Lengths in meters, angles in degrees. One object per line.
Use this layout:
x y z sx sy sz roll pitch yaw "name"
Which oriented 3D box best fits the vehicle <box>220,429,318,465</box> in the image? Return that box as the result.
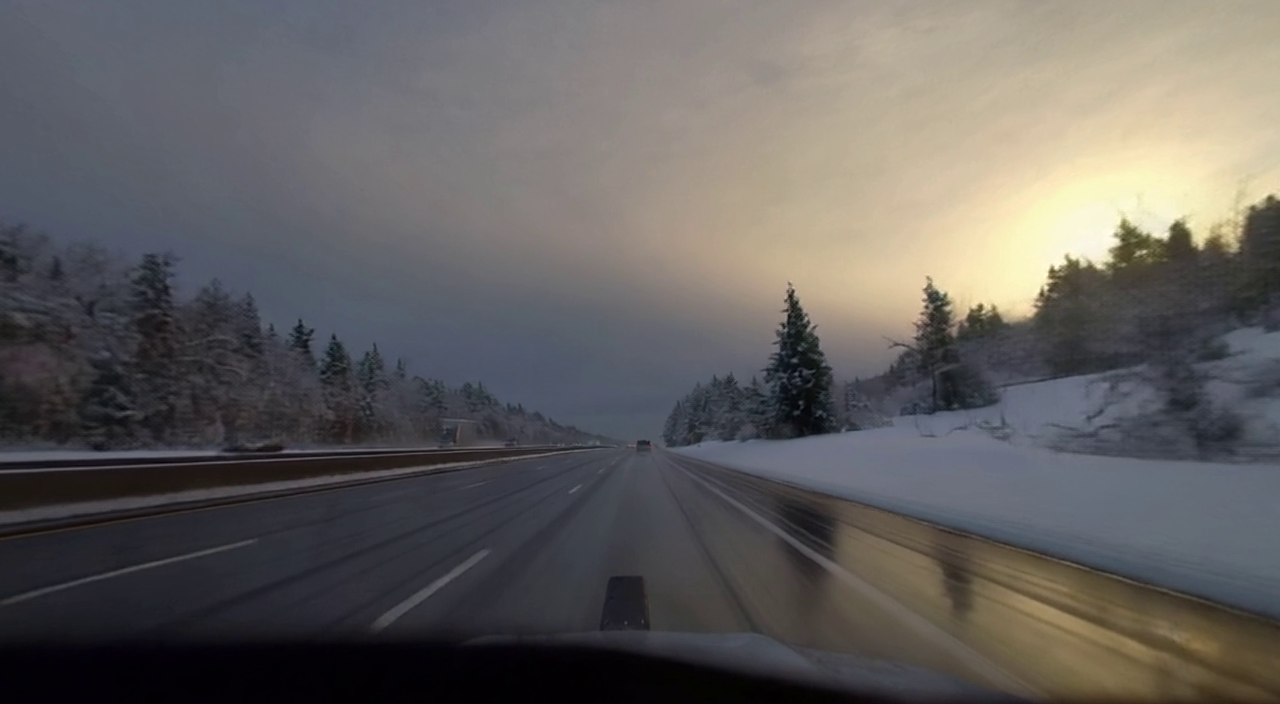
-16.407 4.223 28.087 1.880 1.462 4.045 0 -8 1 "vehicle"
